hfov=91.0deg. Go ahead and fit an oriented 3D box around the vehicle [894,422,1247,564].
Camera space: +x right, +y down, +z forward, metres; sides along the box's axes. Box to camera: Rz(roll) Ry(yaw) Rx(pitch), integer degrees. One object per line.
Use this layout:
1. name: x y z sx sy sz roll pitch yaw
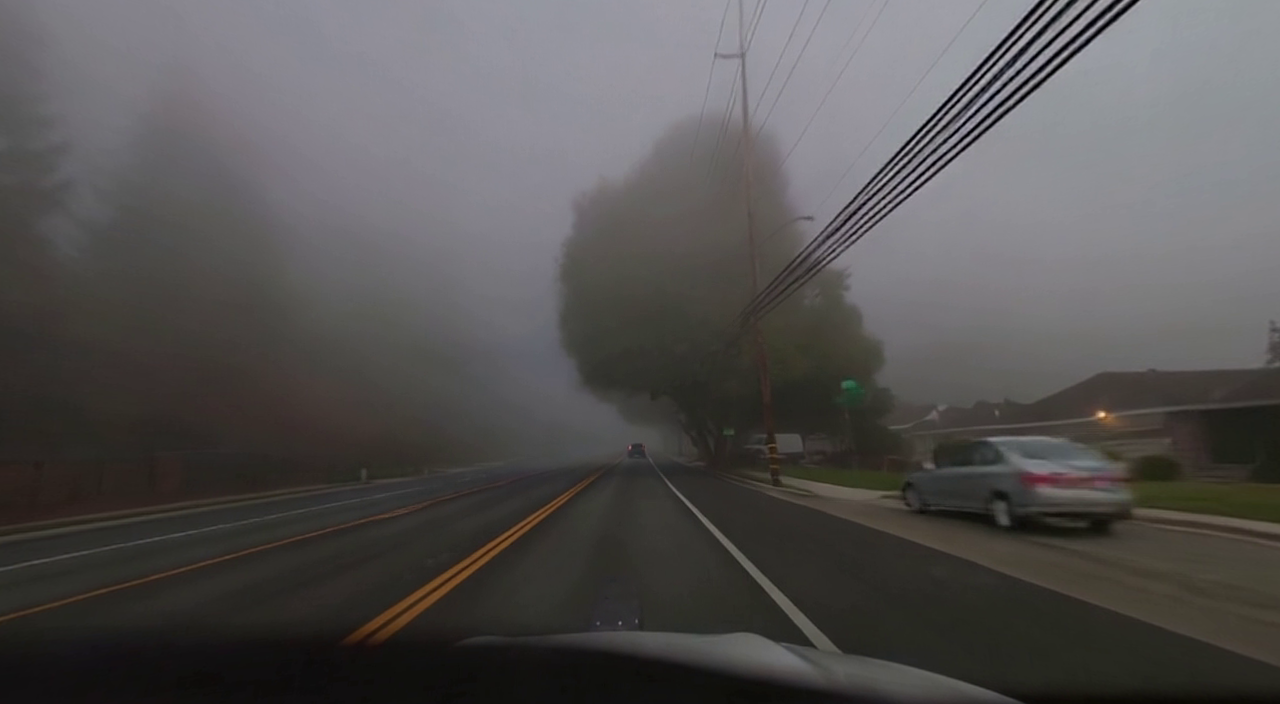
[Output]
1. vehicle: 6.037 2.013 9.828 2.039 1.637 4.782 0 -8 -1
